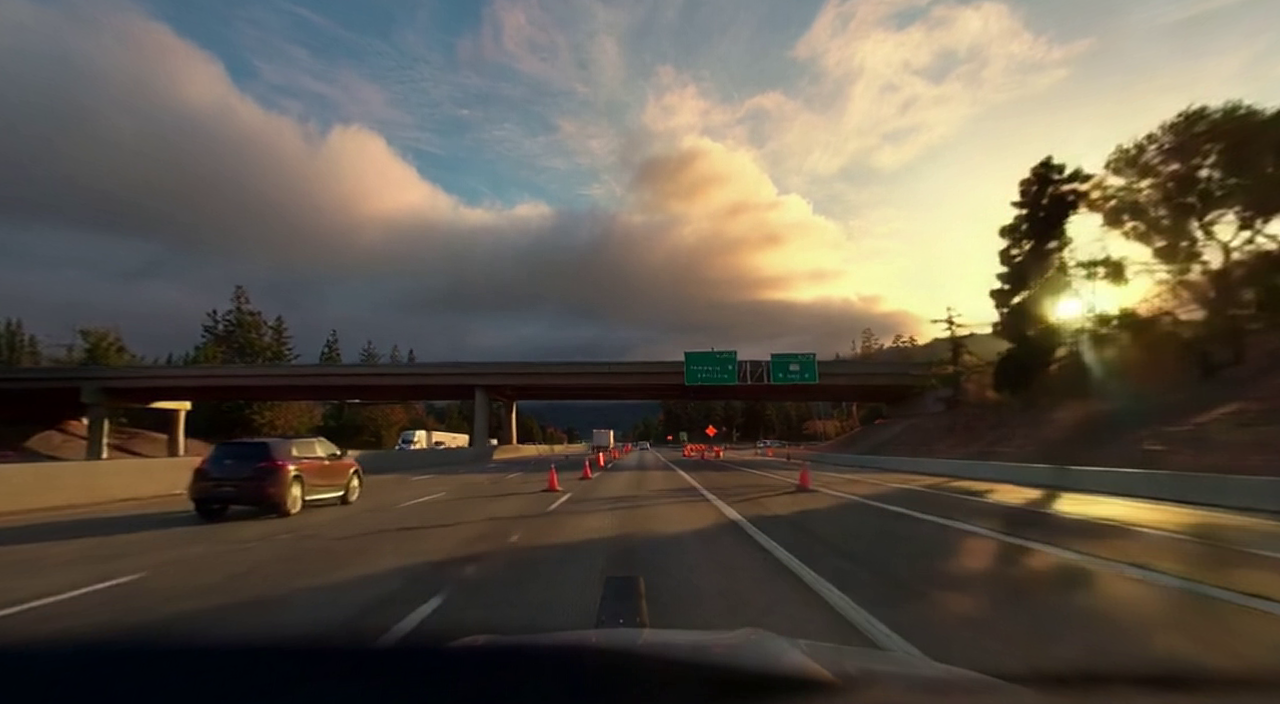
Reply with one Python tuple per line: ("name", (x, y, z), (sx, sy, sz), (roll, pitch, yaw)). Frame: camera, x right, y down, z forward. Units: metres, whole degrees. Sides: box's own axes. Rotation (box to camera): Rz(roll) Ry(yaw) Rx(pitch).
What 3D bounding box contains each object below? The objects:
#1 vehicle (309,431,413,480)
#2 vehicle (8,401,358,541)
("vehicle", (-10.498, 3.933, 24.105), (1.964, 1.662, 4.367), (0, -8, 0))
("vehicle", (-6.977, 1.889, 10.593), (2.103, 1.775, 4.966), (0, -8, 0))
